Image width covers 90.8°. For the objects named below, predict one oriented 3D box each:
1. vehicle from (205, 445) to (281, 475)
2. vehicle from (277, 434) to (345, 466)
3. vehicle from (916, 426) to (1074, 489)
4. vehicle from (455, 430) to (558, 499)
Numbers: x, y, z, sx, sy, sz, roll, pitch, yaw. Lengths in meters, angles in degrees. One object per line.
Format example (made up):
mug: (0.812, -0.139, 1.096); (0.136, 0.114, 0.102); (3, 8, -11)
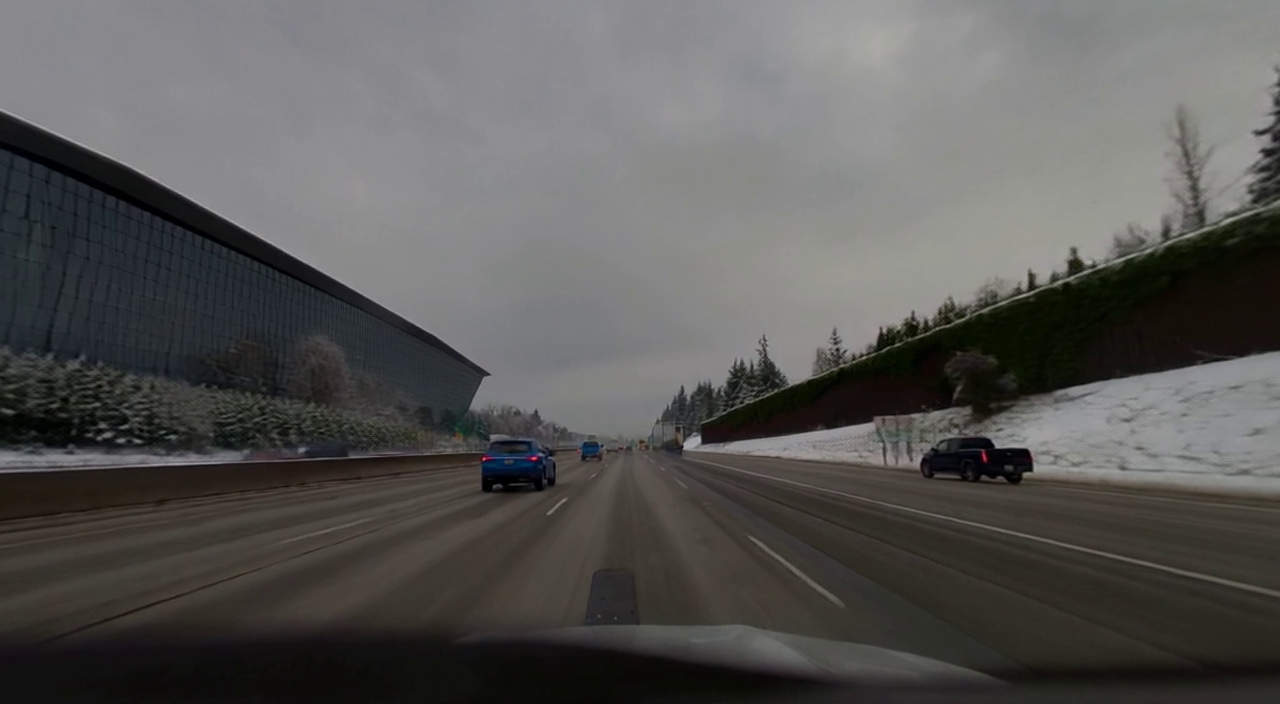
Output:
vehicle: (-20.461, 5.576, 32.712); (1.654, 1.416, 3.481); (-1, -9, 0)
vehicle: (-24.020, 7.170, 46.398); (2.223, 2.194, 5.208); (0, -9, -1)
vehicle: (11.278, 3.410, 20.655); (2.089, 1.787, 5.080); (0, -9, -1)
vehicle: (-3.622, 3.142, 17.976); (2.039, 1.710, 4.237); (0, -9, -1)
